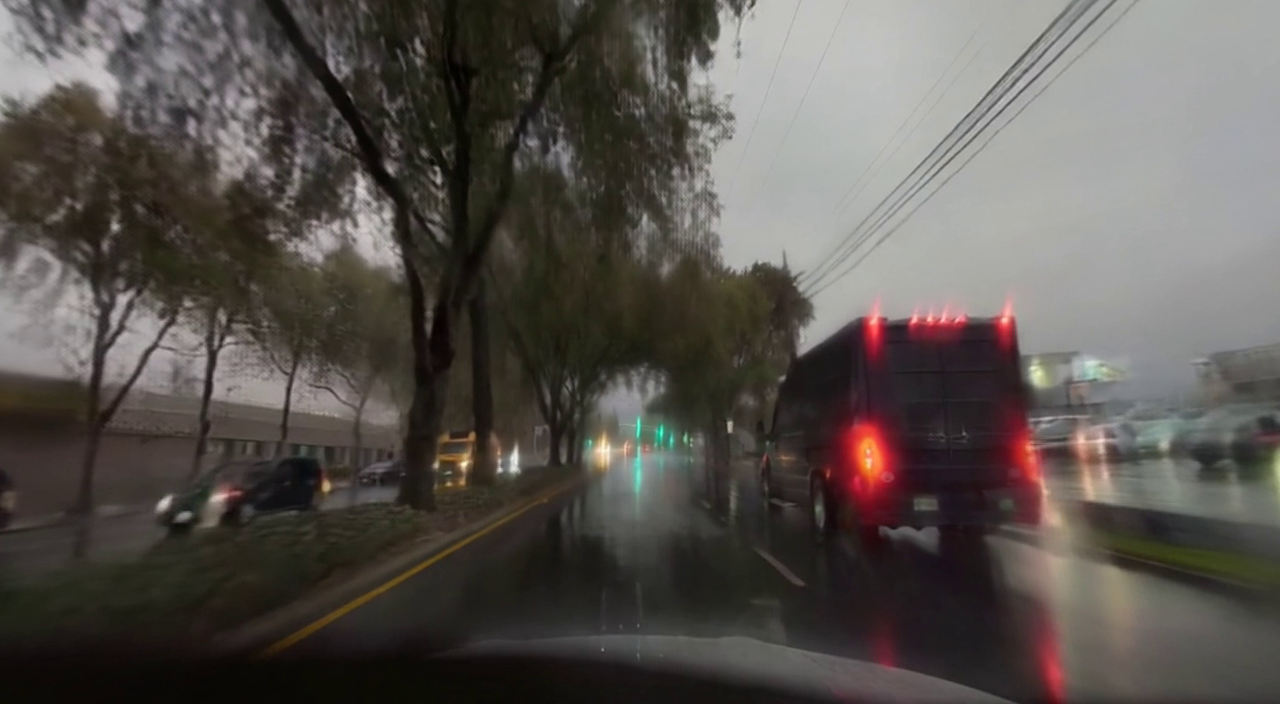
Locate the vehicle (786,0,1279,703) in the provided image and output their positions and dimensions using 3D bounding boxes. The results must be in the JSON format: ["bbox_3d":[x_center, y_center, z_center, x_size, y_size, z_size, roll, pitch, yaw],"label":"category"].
[{"bbox_3d":[3.895,0.375,5.271,2.731,3.407,10.262,0,-9,-1],"label":"vehicle"}]

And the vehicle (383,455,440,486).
[{"bbox_3d":[-14.272,7.406,39.774,1.901,1.737,4.557,0,-9,-1],"label":"vehicle"}]

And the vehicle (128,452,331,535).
[{"bbox_3d":[-10.057,3.435,16.051,2.089,1.754,4.573,0,-9,-1],"label":"vehicle"}]

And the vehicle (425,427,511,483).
[{"bbox_3d":[-10.551,6.441,39.964,3.257,3.085,9.164,0,-9,-3],"label":"vehicle"}]
